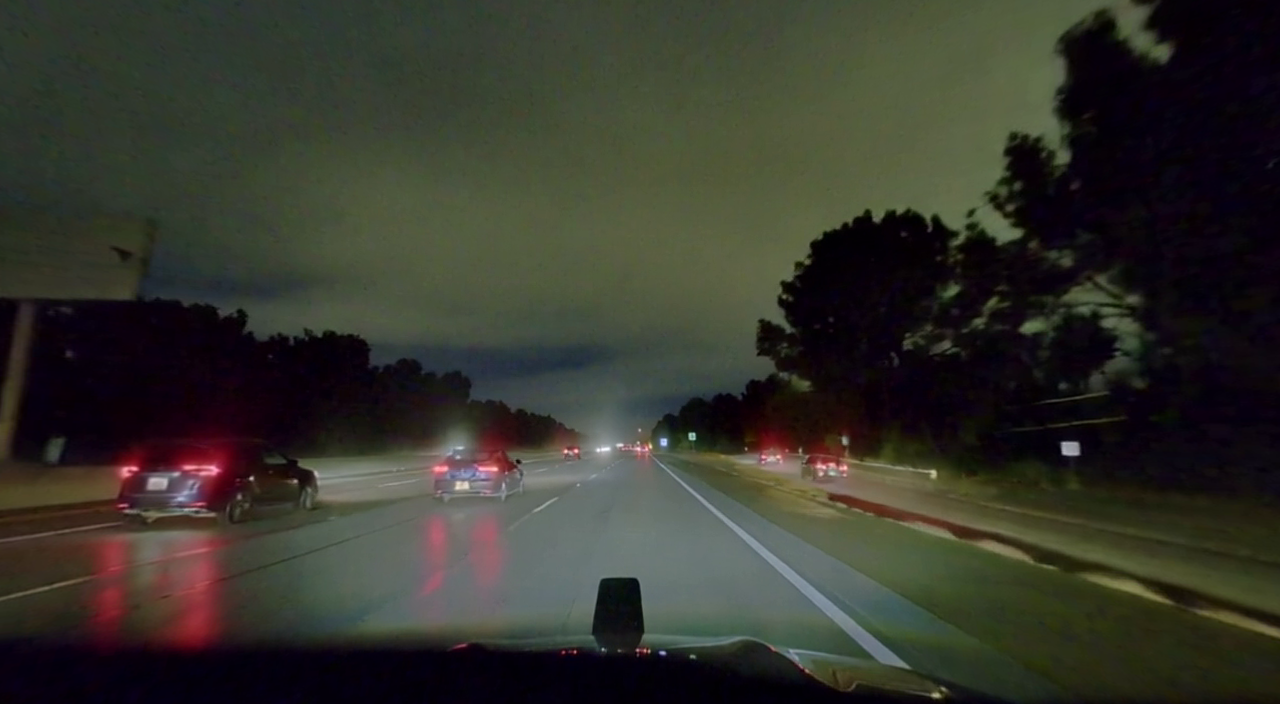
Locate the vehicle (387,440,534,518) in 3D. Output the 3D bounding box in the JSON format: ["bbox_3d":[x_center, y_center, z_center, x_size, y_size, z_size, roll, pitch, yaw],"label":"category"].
[{"bbox_3d":[-4.072,2.957,15.246,2.104,1.558,4.639,0,-9,1],"label":"vehicle"}]

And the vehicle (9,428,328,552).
[{"bbox_3d":[-7.269,2.139,10.427,2.007,1.616,4.141,0,-9,1],"label":"vehicle"}]
